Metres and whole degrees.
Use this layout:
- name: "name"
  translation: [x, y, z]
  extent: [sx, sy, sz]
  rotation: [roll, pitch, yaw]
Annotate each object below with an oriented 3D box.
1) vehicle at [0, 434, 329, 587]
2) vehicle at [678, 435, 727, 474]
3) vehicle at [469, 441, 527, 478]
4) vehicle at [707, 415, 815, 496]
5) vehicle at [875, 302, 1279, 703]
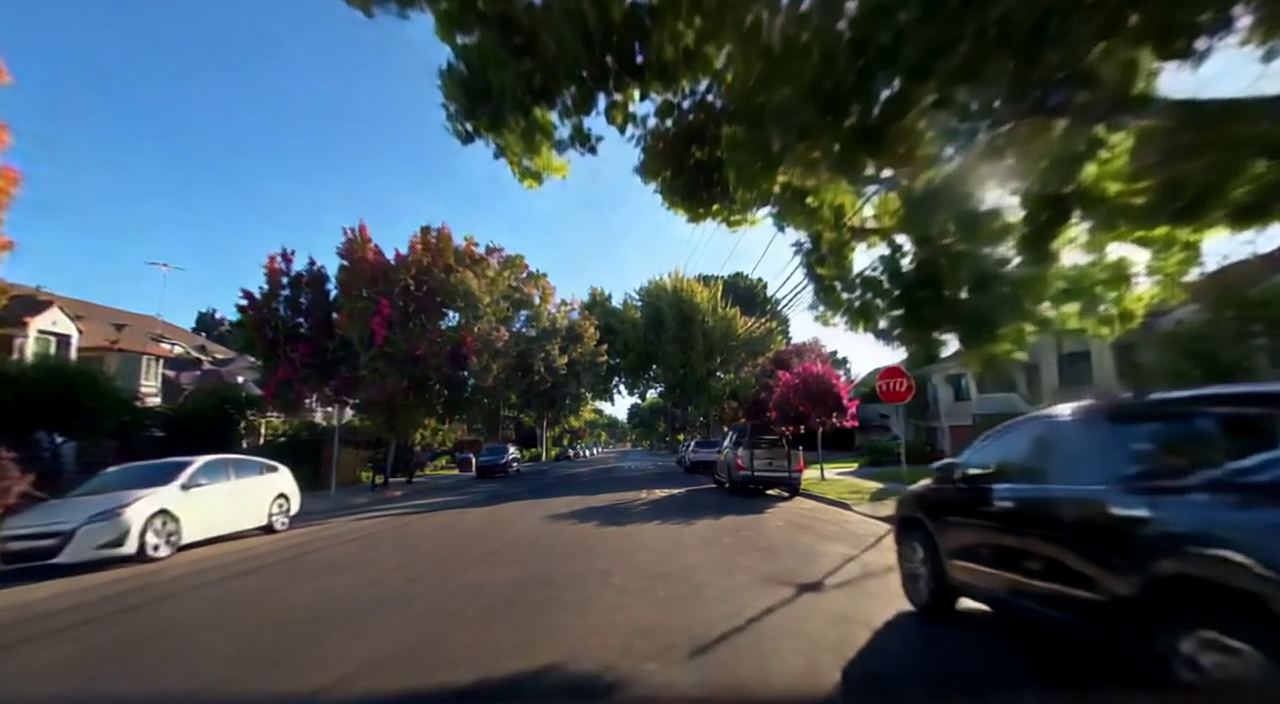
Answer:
- name: "vehicle"
  translation: [-6.749, 2.181, 9.171]
  extent: [2.086, 1.516, 4.568]
  rotation: [-6, -11, 1]
- name: "vehicle"
  translation: [3.059, 5.134, 31.768]
  extent: [1.993, 1.778, 4.311]
  rotation: [0, -9, 0]
- name: "vehicle"
  translation: [-7.405, 5.707, 33.309]
  extent: [1.980, 1.664, 4.342]
  rotation: [-5, -11, -1]
- name: "vehicle"
  translation: [3.423, 3.079, 19.138]
  extent: [2.111, 2.054, 5.748]
  rotation: [0, -9, 0]
- name: "vehicle"
  translation: [3.202, 0.923, 3.532]
  extent: [2.069, 1.750, 4.294]
  rotation: [0, -9, 0]
